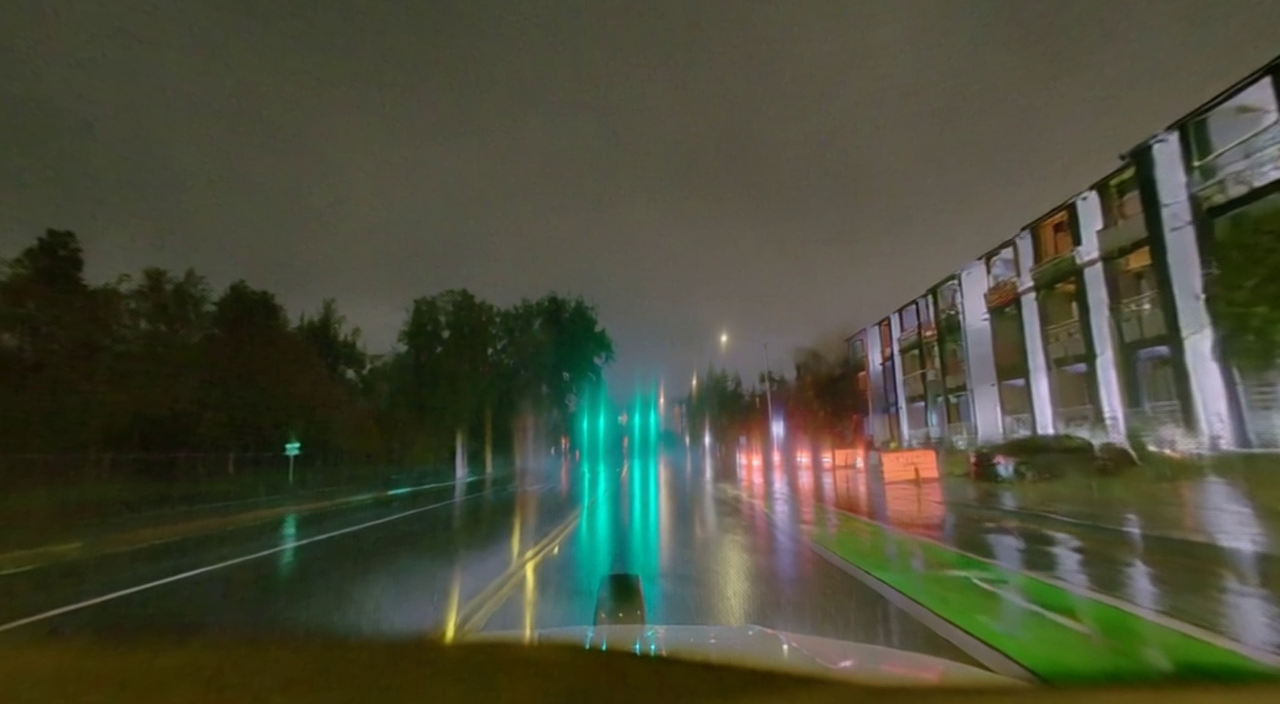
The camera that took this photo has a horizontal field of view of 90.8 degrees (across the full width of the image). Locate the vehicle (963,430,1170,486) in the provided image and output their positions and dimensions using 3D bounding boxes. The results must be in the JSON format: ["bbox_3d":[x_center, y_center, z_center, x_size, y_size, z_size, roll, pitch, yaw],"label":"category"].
[{"bbox_3d":[11.558,2.895,17.411,4.251,1.418,1.896,-1,-8,3],"label":"vehicle"}]
